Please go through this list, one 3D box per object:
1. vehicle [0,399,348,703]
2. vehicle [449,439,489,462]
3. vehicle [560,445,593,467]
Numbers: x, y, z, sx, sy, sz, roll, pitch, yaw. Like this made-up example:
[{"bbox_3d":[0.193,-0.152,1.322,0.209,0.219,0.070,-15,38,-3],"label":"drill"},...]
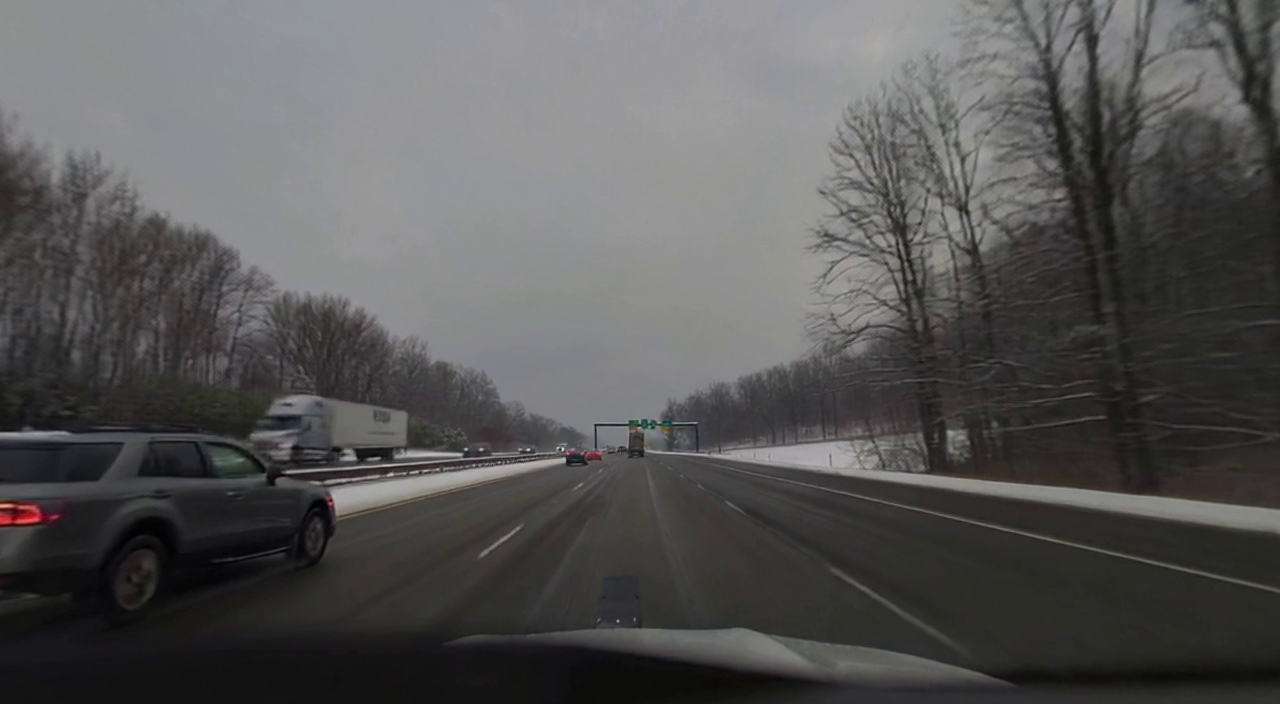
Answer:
[{"bbox_3d":[-4.275,1.273,4.854,2.071,1.525,4.058,0,-9,0],"label":"vehicle"},{"bbox_3d":[-13.266,7.691,48.911,1.946,1.640,4.360,0,-9,0],"label":"vehicle"},{"bbox_3d":[-4.426,7.348,44.401,1.963,1.475,3.665,0,-9,0],"label":"vehicle"}]
